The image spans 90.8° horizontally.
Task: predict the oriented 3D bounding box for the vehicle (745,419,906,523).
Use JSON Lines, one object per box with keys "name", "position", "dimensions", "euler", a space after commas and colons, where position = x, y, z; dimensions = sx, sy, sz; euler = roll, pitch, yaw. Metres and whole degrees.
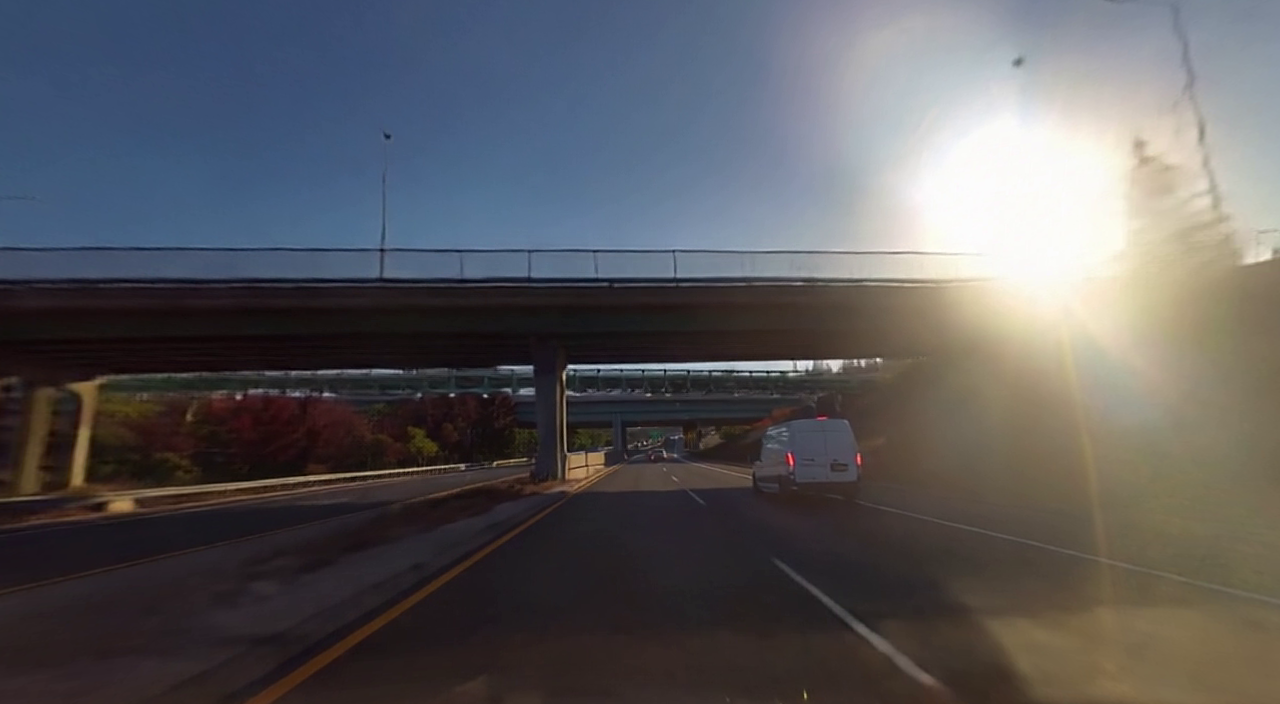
{"name": "vehicle", "position": [4.053, 2.734, 14.989], "dimensions": [2.152, 1.998, 5.380], "euler": [0, -9, 0]}
